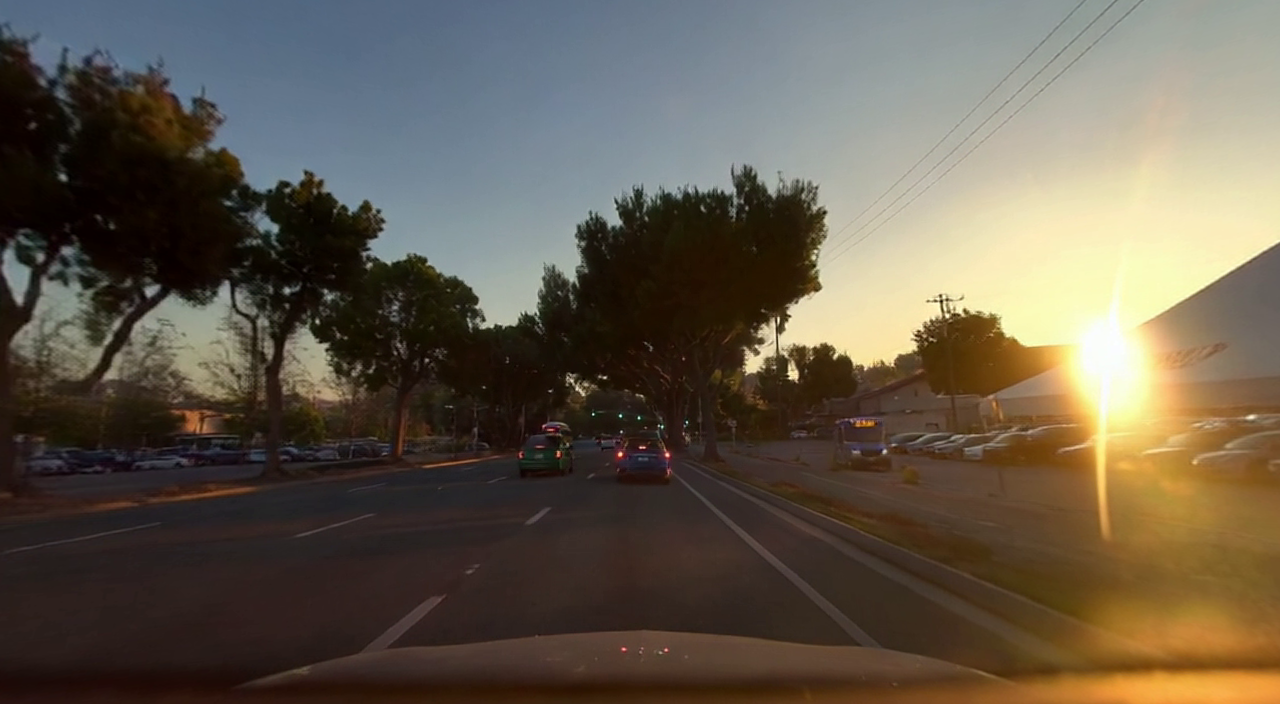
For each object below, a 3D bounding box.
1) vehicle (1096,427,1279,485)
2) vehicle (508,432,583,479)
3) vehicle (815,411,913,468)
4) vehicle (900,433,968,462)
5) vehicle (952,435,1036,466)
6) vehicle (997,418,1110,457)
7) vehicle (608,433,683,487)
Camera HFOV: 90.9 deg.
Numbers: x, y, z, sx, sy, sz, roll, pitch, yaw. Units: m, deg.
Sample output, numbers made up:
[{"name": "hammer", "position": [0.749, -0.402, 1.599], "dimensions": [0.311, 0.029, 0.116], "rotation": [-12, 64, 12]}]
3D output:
[{"name": "vehicle", "position": [18.484, 3.520, 21.591], "dimensions": [1.965, 1.749, 4.838], "rotation": [0, -9, -2]}, {"name": "vehicle", "position": [-3.565, 4.013, 24.642], "dimensions": [2.148, 1.636, 4.199], "rotation": [0, -9, 2]}, {"name": "vehicle", "position": [11.555, 4.646, 33.213], "dimensions": [2.754, 2.711, 6.196], "rotation": [0, -9, 0]}, {"name": "vehicle", "position": [18.288, 5.969, 39.527], "dimensions": [1.841, 1.680, 4.842], "rotation": [0, -9, -1]}, {"name": "vehicle", "position": [18.475, 5.172, 33.165], "dimensions": [1.826, 1.532, 4.290], "rotation": [0, -9, -1]}, {"name": "vehicle", "position": [23.765, 5.023, 36.685], "dimensions": [2.225, 2.013, 6.379], "rotation": [0, -9, -1]}, {"name": "vehicle", "position": [0.109, 3.370, 19.920], "dimensions": [2.123, 1.498, 4.226], "rotation": [0, -9, -1]}]
